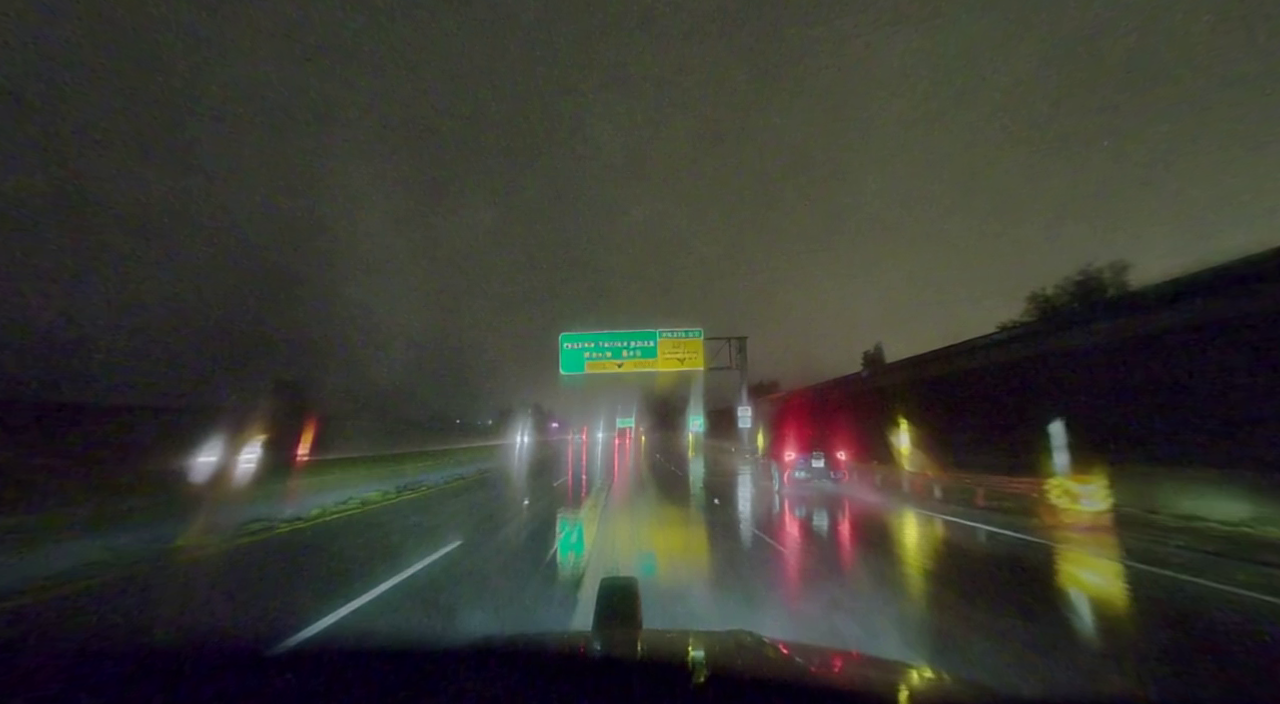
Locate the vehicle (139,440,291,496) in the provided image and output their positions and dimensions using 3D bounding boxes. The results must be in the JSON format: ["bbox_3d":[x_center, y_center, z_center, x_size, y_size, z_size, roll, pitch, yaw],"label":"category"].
[{"bbox_3d":[-12.970,3.510,19.576,1.838,1.523,4.224,0,-8,-1],"label":"vehicle"}]
